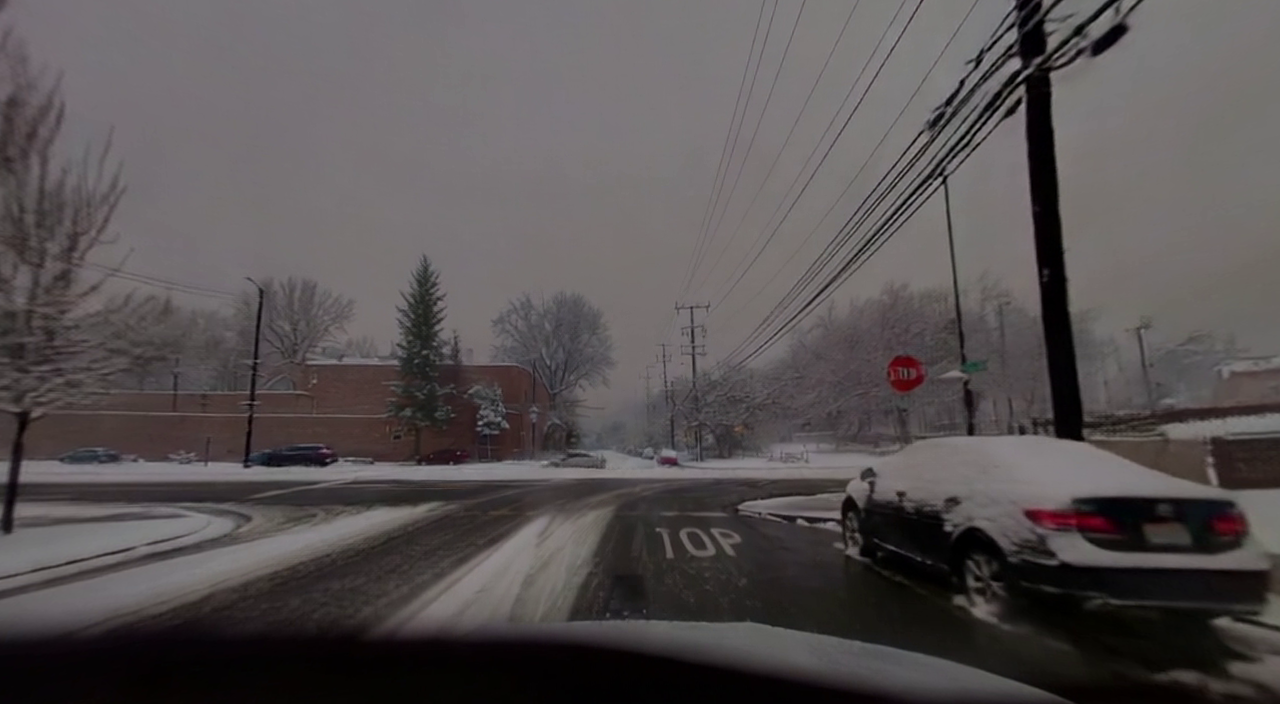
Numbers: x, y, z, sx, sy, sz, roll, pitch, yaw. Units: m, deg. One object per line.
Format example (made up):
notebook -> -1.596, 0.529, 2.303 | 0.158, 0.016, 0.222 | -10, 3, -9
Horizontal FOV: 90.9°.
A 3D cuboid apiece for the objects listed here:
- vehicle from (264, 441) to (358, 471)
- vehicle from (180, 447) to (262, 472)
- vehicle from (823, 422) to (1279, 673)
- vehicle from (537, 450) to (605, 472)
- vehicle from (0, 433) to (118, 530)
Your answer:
vehicle -> -20.542, 6.514, 39.494 | 4.689, 1.803, 1.958 | 0, -8, -2
vehicle -> -30.325, 7.784, 45.725 | 4.440, 1.671, 2.036 | 0, -9, -2
vehicle -> 3.623, 1.537, 6.281 | 2.041, 1.495, 4.815 | 0, -8, -1
vehicle -> -5.042, 8.049, 46.717 | 4.869, 1.517, 1.819 | 0, -9, -3
vehicle -> -12.248, 2.164, 10.943 | 4.351, 1.496, 2.029 | 2, -8, -7
